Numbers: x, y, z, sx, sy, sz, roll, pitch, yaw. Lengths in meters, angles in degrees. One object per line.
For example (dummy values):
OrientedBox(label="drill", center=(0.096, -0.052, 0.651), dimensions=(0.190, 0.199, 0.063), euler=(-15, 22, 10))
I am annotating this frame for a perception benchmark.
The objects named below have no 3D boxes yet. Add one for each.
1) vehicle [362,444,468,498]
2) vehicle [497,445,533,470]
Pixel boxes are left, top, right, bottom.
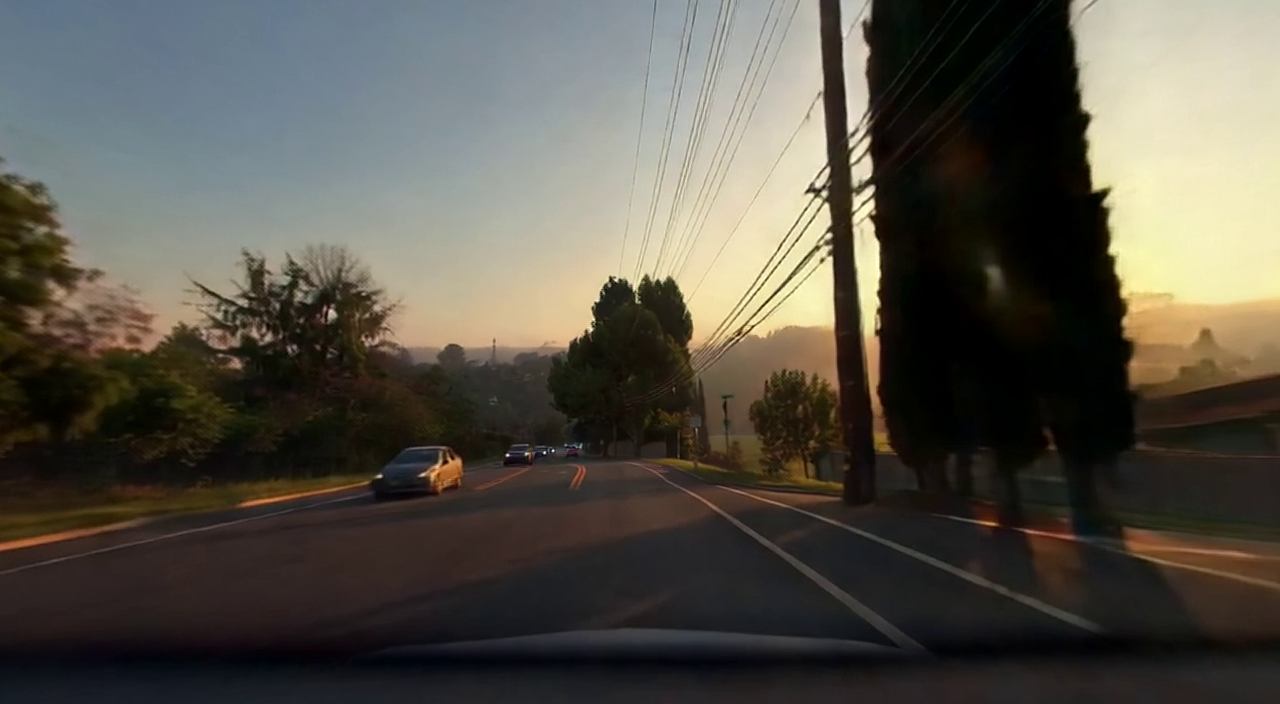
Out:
OrientedBox(label="vehicle", center=(-6.869, 3.633, 19.816), dimensions=(1.883, 1.474, 4.450), euler=(0, -8, -3))
OrientedBox(label="vehicle", center=(-9.094, 7.675, 46.294), dimensions=(2.116, 1.672, 4.438), euler=(1, -8, -5))
